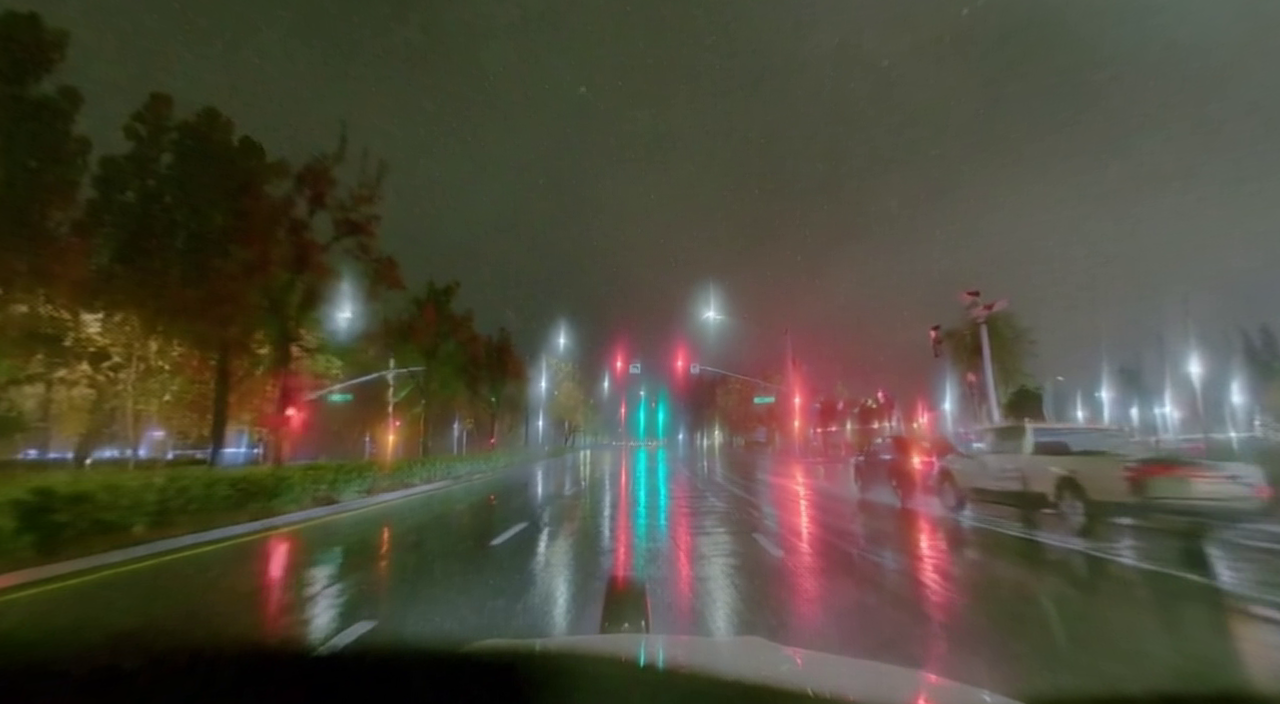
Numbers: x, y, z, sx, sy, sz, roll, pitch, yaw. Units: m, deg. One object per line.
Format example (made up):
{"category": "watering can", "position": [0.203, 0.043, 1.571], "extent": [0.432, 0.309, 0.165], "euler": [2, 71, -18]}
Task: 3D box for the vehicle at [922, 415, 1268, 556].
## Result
{"category": "vehicle", "position": [6.587, 1.969, 10.086], "extent": [1.980, 1.675, 4.854], "euler": [-1, -8, 2]}
